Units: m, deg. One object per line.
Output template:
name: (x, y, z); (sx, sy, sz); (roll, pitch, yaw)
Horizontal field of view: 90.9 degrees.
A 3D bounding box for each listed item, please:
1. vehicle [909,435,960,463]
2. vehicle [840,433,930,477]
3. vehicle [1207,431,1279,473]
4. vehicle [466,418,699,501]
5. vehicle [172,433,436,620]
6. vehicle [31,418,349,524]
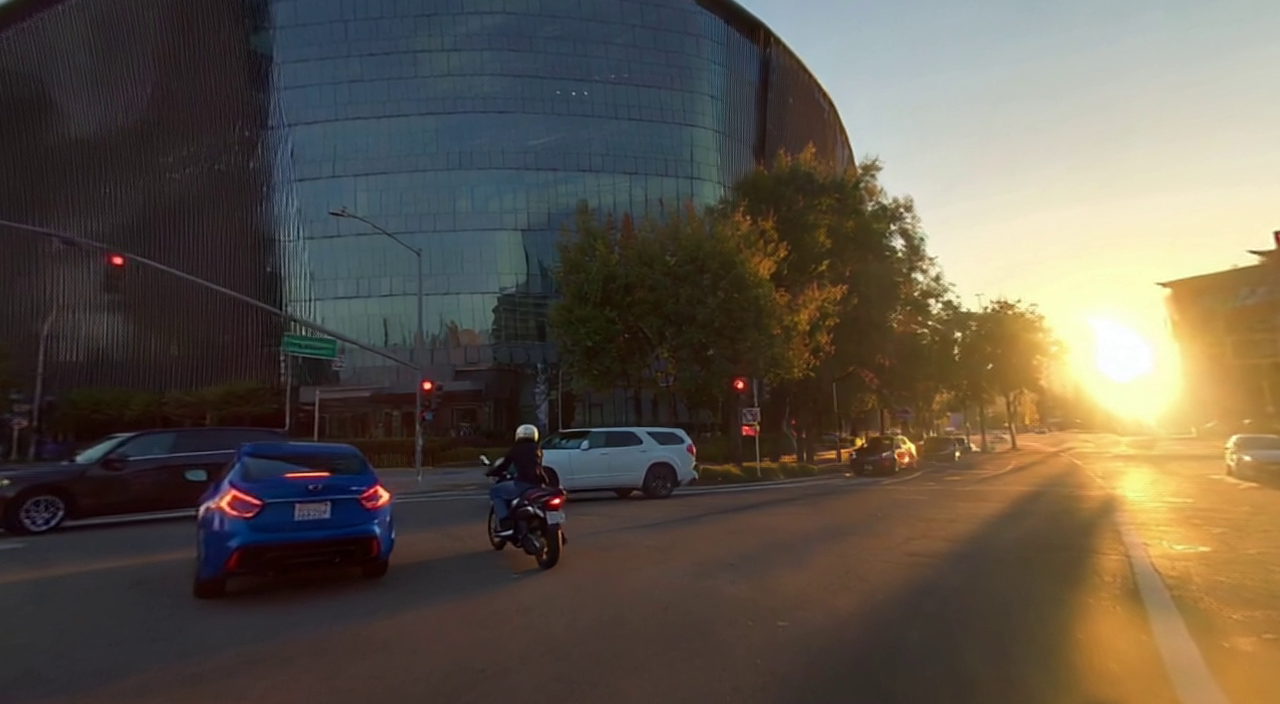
vehicle: (17.522, 5.754, 37.395); (2.024, 1.543, 4.028); (-6, -10, 33)
vehicle: (10.321, 4.244, 26.378); (2.084, 1.656, 4.583); (-7, -11, 38)
vehicle: (23.772, 3.835, 24.384); (1.872, 1.467, 4.385); (-5, -10, 31)
vehicle: (-1.580, 2.835, 17.024); (5.833, 1.960, 2.341); (2, -9, -18)
vehicle: (-4.077, 1.710, 7.301); (2.009, 1.450, 4.182); (6, -10, -35)
vehicle: (-8.229, 2.185, 11.821); (4.583, 1.755, 1.936); (-1, -8, 6)
